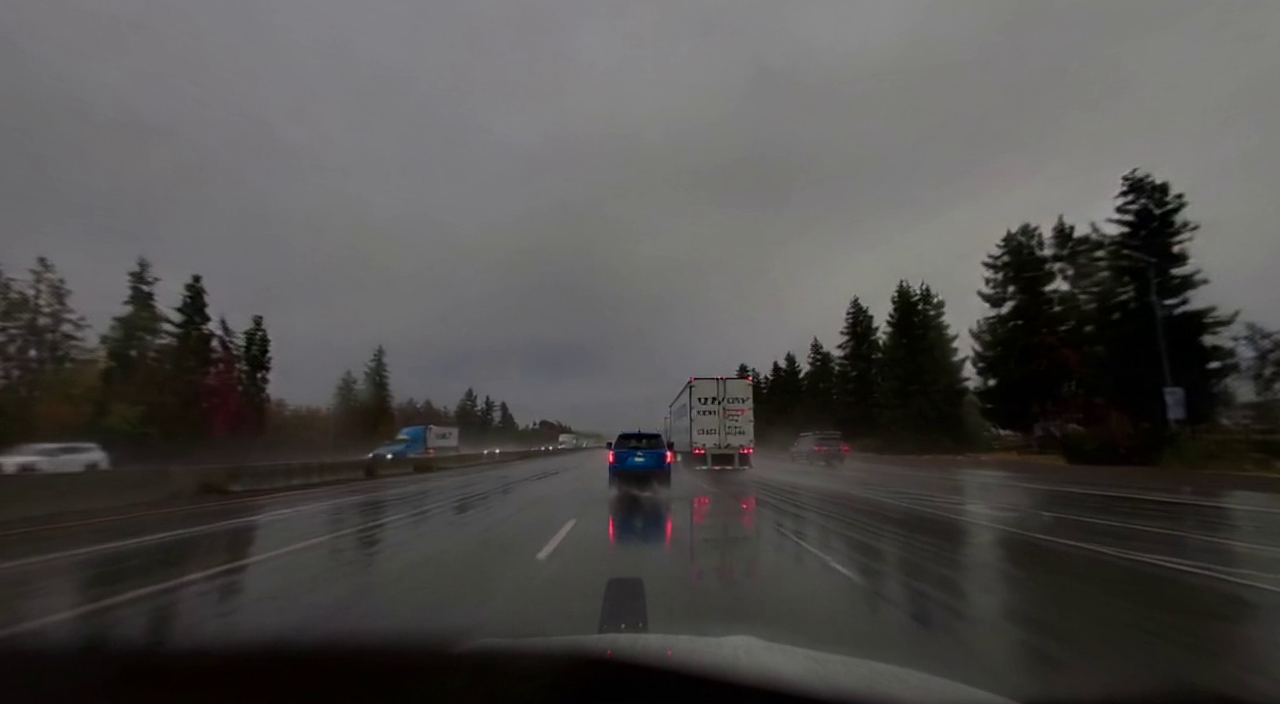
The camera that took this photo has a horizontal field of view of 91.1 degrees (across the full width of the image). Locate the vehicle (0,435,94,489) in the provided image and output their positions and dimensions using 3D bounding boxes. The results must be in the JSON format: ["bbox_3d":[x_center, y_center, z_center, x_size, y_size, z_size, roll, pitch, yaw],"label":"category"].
[{"bbox_3d":[-25.763,4.403,25.264,2.238,2.078,5.872,0,-8,1],"label":"vehicle"}]

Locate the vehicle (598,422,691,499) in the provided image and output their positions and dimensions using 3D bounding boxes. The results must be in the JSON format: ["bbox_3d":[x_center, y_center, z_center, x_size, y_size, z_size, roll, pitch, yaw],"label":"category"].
[{"bbox_3d":[0.126,2.750,16.202,2.054,1.706,4.201,0,-8,1],"label":"vehicle"}]

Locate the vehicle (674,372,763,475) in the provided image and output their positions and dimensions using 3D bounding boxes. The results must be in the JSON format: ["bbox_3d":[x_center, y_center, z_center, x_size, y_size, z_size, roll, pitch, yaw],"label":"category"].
[{"bbox_3d":[3.582,4.044,33.251,2.909,4.135,15.820,0,-8,1],"label":"vehicle"}]
